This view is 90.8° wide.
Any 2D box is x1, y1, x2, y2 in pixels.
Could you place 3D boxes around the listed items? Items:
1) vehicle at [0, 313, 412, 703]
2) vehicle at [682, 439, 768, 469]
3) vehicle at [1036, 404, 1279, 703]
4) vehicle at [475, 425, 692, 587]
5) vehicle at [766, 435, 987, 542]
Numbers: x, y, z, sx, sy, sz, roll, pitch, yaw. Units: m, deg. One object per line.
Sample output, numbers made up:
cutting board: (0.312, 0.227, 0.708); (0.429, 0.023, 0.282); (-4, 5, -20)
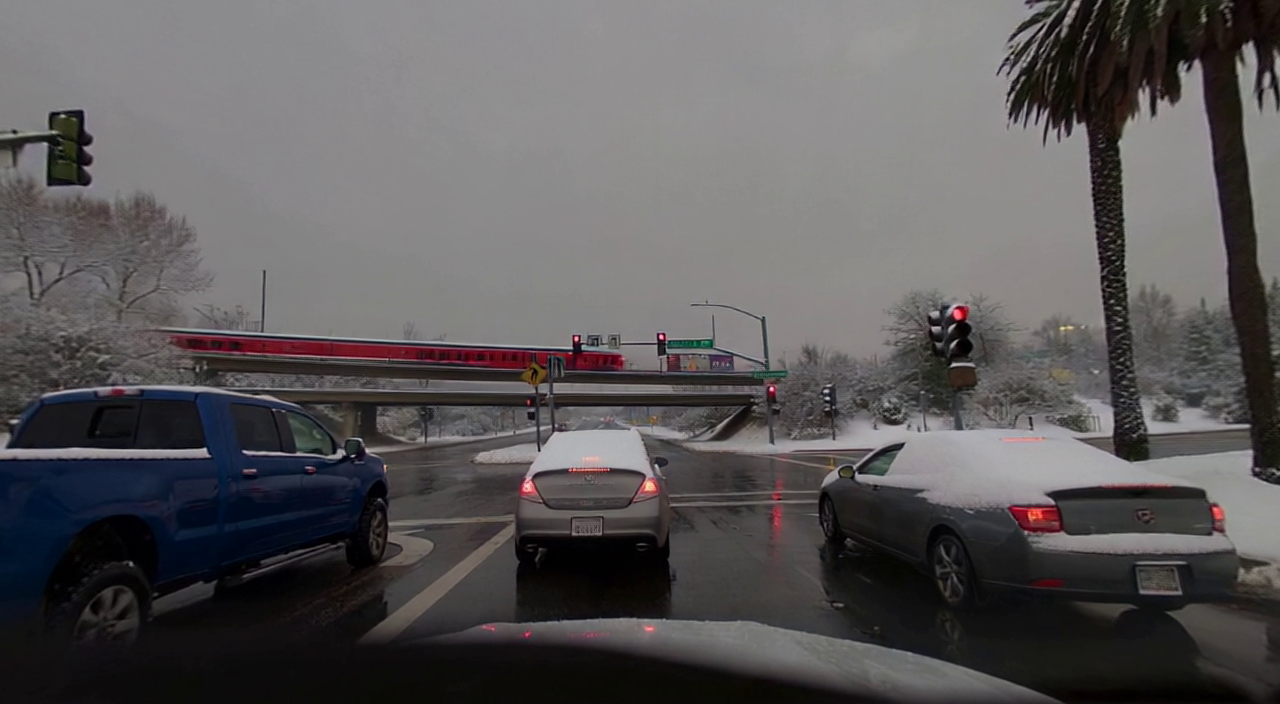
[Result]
vehicle: (-3.805, 1.102, 4.939); (2.078, 1.838, 5.448); (0, -9, -1)
vehicle: (4.215, 5.139, 31.968); (1.878, 1.428, 4.416); (5, -10, -32)
vehicle: (3.888, 0.892, 2.190); (2.052, 1.496, 4.541); (0, -9, 0)
vehicle: (-0.627, 1.754, 8.053); (2.035, 1.491, 4.090); (0, -9, -3)
vehicle: (3.700, 2.217, 10.963); (1.965, 1.448, 4.486); (0, -9, -2)
